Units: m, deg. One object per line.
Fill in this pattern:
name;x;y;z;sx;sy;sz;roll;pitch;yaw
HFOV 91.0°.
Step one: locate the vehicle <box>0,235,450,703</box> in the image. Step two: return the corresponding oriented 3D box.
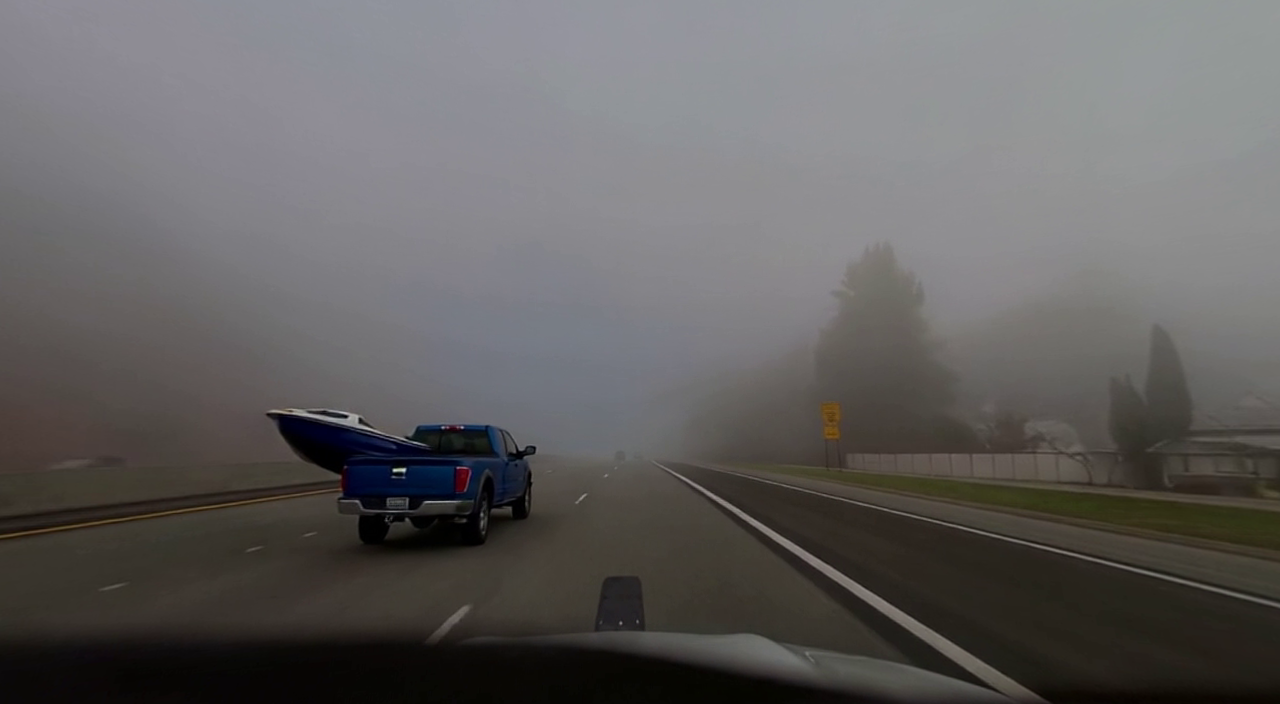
vehicle;-2.787;0.843;3.134;1.919;1.935;5.609;0;-9;0
